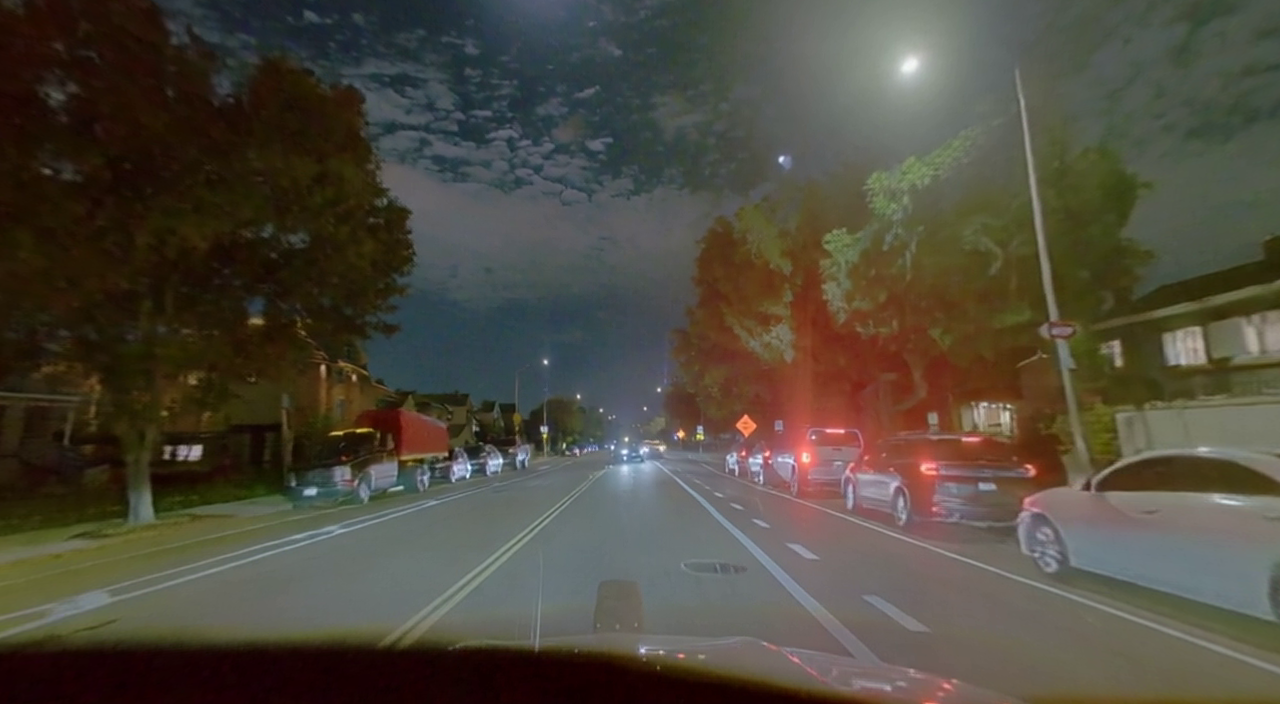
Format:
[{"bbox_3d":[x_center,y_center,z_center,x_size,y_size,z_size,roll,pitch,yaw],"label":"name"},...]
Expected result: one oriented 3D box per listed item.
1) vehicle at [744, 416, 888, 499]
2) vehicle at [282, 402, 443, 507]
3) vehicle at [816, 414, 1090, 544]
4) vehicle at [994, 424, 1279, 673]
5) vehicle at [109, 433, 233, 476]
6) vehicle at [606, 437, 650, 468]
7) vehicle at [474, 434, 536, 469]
[{"bbox_3d":[4.646,2.932,17.865,2.279,1.946,5.925,0,-8,-1],"label":"vehicle"},{"bbox_3d":[-7.768,2.922,18.234,2.526,2.631,4.228,0,-8,2],"label":"vehicle"},{"bbox_3d":[4.868,2.050,10.856,2.225,1.715,4.755,0,-8,-1],"label":"vehicle"},{"bbox_3d":[4.766,1.272,4.448,1.912,1.463,4.477,0,-8,0],"label":"vehicle"},{"bbox_3d":[-23.336,5.087,31.443,4.491,2.031,2.045,-1,-8,1],"label":"vehicle"},{"bbox_3d":[-0.579,5.198,32.781,2.151,1.481,4.084,0,-8,1],"label":"vehicle"},{"bbox_3d":[-8.505,6.362,40.356,2.659,2.047,6.014,0,-8,0],"label":"vehicle"}]
